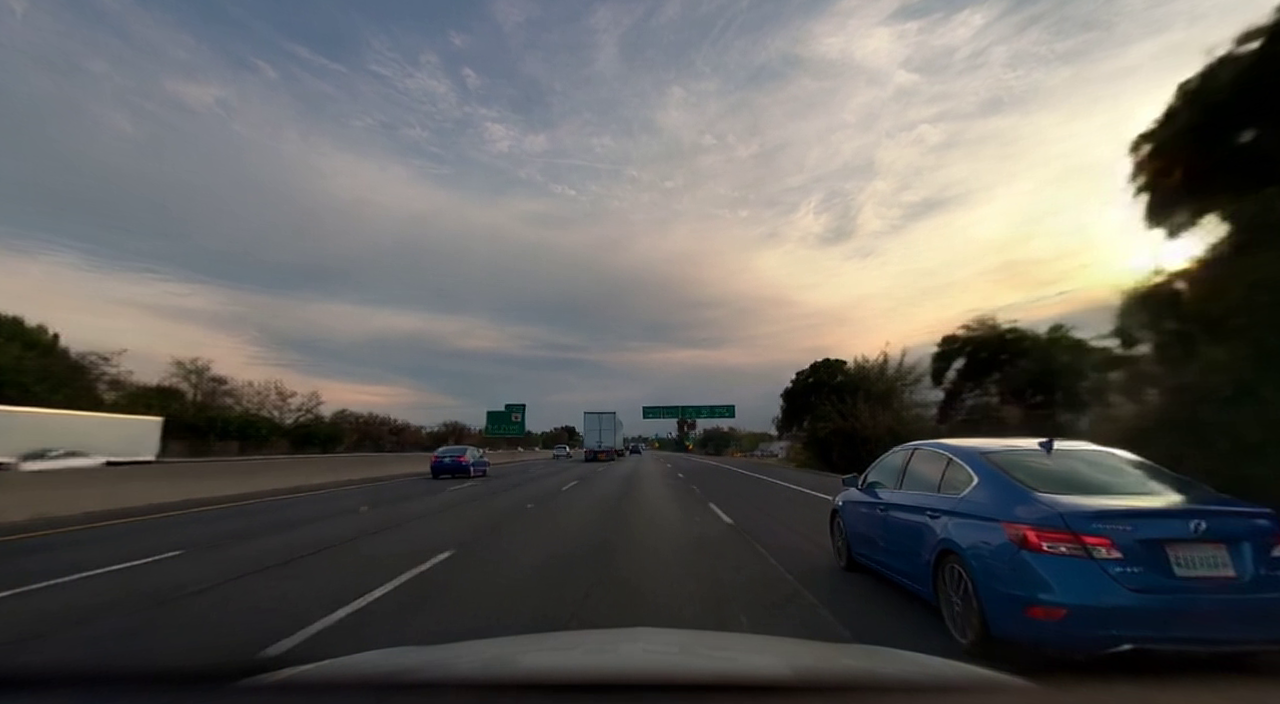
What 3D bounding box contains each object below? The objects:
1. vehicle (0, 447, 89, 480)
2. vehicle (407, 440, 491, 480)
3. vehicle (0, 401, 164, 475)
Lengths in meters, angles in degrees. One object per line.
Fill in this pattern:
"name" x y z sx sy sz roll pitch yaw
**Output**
"vehicle" -32.217 5.852 33.231 1.814 1.504 4.686 0 -8 0
"vehicle" -7.718 4.385 25.895 1.901 1.467 4.629 0 -8 1
"vehicle" -36.565 5.174 37.678 2.874 4.045 16.491 0 -8 1
